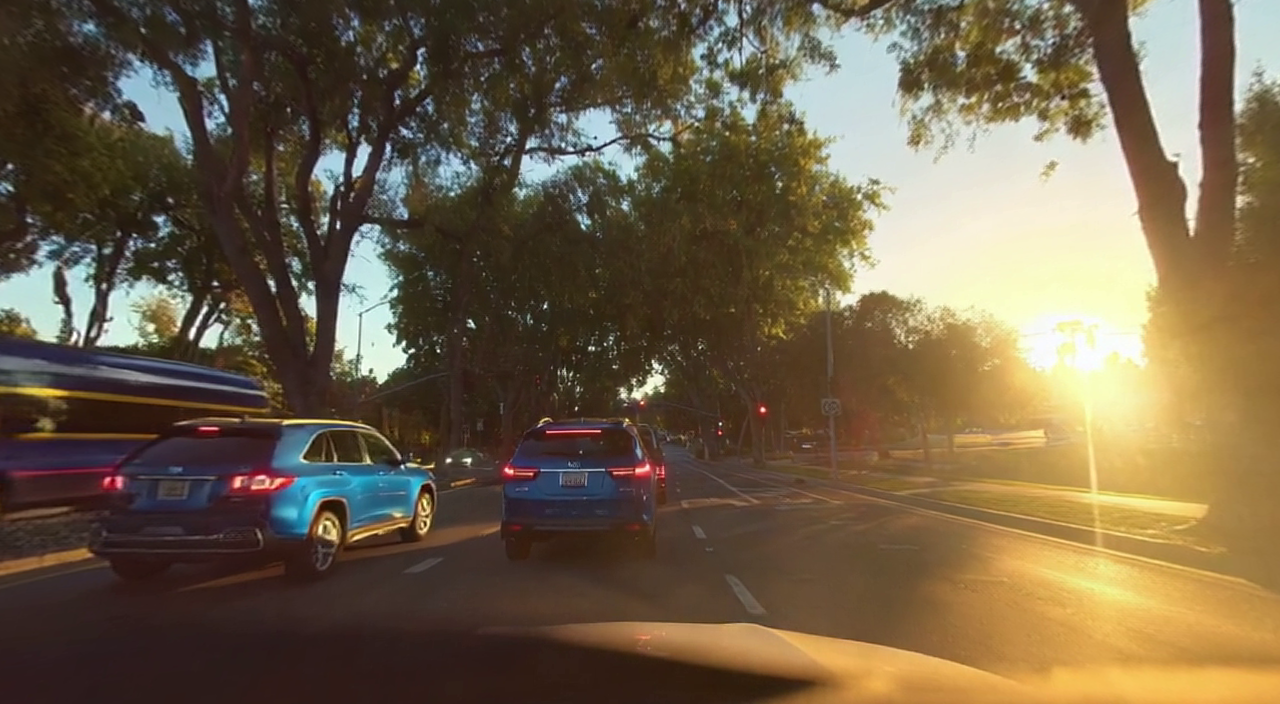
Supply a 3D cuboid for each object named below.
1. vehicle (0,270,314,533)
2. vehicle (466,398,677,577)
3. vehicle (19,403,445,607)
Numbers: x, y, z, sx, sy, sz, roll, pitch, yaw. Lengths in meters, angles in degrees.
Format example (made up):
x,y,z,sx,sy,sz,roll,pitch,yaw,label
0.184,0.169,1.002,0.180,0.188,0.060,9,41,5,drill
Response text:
x,y,z,sx,sy,sz,roll,pitch,yaw,label
-11.779,1.379,13.989,3.107,4.149,11.028,0,-9,0,vehicle
-0.614,1.745,8.977,2.131,1.793,5.016,0,-9,2,vehicle
-4.093,1.604,7.537,2.009,1.673,4.454,0,-9,1,vehicle
